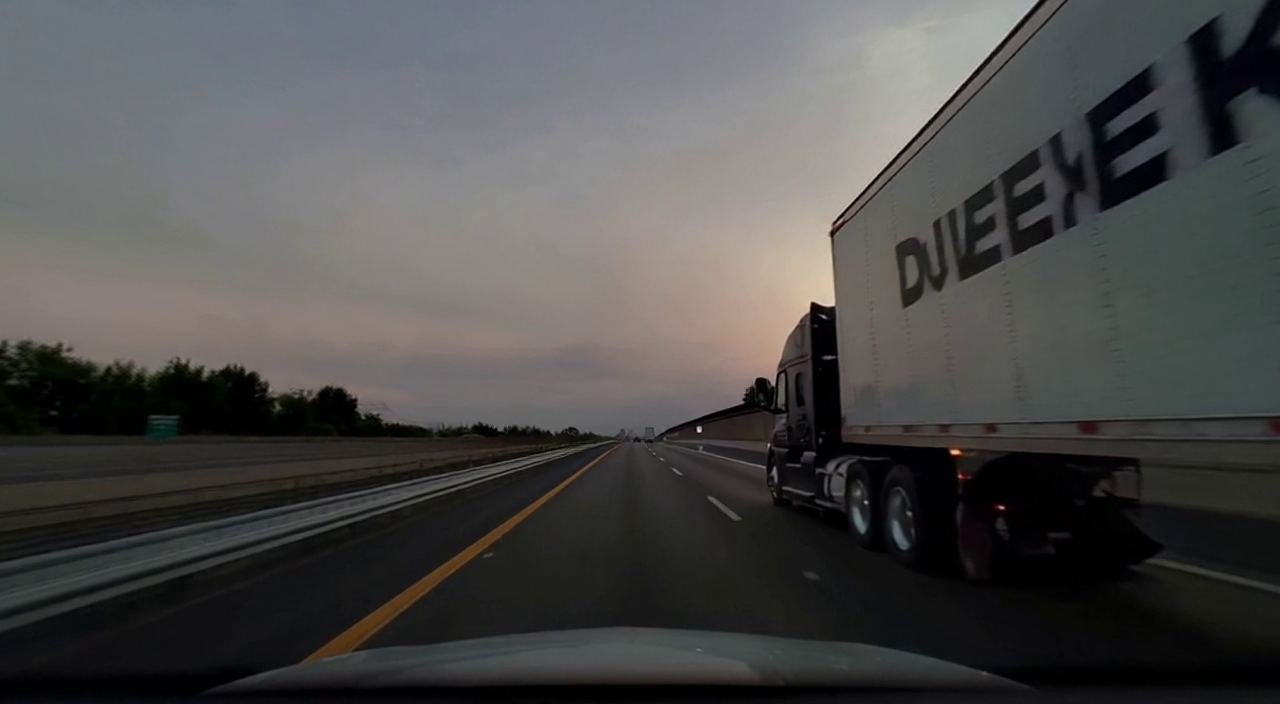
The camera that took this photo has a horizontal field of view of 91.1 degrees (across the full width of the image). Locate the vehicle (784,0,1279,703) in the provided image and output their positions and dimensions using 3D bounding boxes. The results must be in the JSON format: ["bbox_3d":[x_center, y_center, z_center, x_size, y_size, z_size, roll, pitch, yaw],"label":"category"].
[{"bbox_3d":[3.859,-0.111,4.442,2.995,3.911,10.582,0,-8,-1],"label":"vehicle"}]
